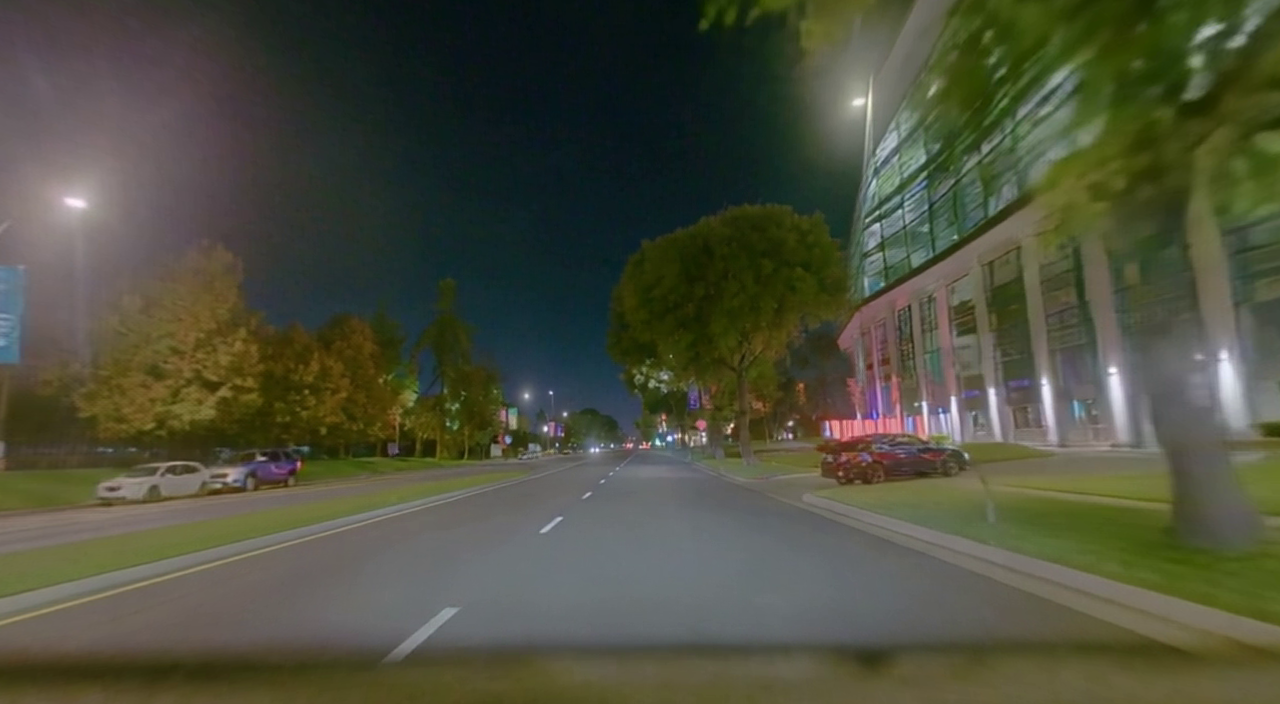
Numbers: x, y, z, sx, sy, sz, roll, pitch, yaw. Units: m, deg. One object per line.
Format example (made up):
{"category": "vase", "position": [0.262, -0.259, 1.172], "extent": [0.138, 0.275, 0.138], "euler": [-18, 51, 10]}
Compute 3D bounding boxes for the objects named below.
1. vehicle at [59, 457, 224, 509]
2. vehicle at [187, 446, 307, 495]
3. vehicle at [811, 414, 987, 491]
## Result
{"category": "vehicle", "position": [-17.442, 4.563, 22.366], "extent": [1.873, 1.544, 4.794], "euler": [0, -9, 1]}
{"category": "vehicle", "position": [-17.333, 5.208, 28.058], "extent": [2.301, 1.821, 4.731], "euler": [-4, -9, 0]}
{"category": "vehicle", "position": [8.543, 3.370, 21.112], "extent": [4.716, 1.672, 2.330], "euler": [-9, -8, -2]}
